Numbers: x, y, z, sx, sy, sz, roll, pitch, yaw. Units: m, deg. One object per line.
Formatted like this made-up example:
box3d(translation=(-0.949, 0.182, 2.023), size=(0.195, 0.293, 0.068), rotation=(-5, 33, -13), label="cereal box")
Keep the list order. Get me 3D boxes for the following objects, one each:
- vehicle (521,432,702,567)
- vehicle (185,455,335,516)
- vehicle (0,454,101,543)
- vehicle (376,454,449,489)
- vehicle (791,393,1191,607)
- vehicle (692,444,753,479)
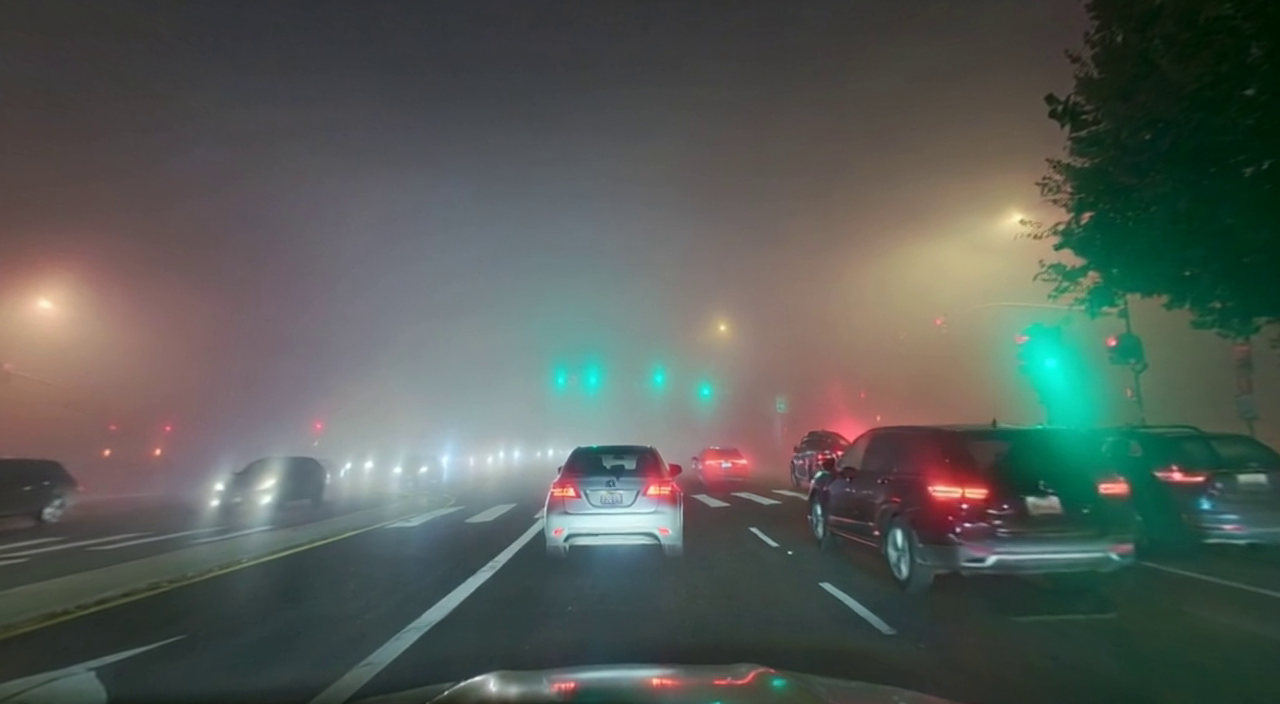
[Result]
box3d(translation=(-0.322, 1.959, 9.157), size=(2.034, 1.500, 3.966), rotation=(0, -8, 0), label="vehicle")
box3d(translation=(-11.659, 4.075, 19.790), size=(1.903, 1.627, 4.308), rotation=(0, -8, 2), label="vehicle")
box3d(translation=(-15.098, 3.305, 14.298), size=(1.974, 1.894, 4.244), rotation=(0, -8, 0), label="vehicle")
box3d(translation=(-11.452, 6.023, 32.192), size=(1.992, 1.562, 4.361), rotation=(0, -8, 1), label="vehicle")
box3d(translation=(3.497, 1.573, 7.636), size=(2.107, 1.773, 4.557), rotation=(0, -8, -1), label="vehicle")
box3d(translation=(3.692, 4.953, 28.990), size=(2.123, 1.455, 4.318), rotation=(0, -8, -1), label="vehicle")
